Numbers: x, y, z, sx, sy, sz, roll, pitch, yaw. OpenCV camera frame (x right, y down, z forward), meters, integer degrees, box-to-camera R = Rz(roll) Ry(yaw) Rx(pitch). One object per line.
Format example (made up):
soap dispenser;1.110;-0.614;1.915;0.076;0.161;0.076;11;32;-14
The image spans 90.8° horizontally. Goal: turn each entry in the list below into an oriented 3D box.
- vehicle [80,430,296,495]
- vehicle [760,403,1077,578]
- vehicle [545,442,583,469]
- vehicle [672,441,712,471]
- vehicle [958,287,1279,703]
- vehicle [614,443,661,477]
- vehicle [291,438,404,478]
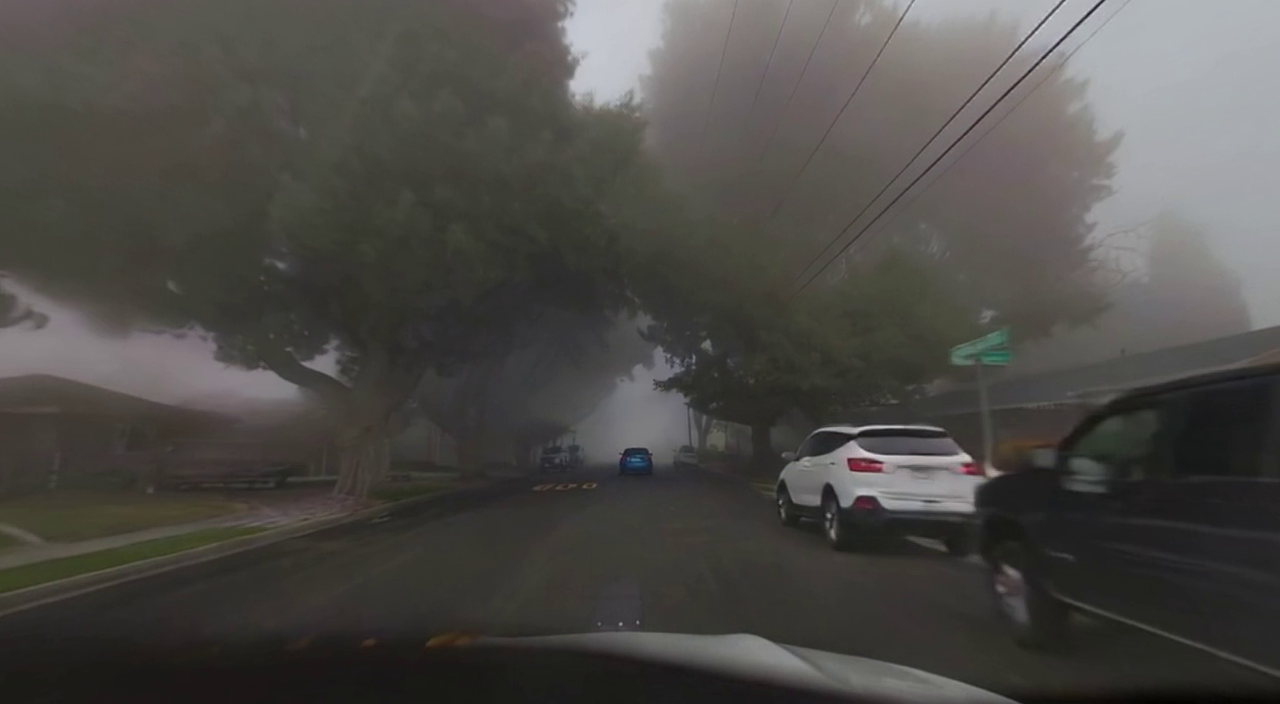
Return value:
vehicle;-13.354;3.273;18.921;4.836;1.831;1.982;0;-9;-1
vehicle;3.449;1.873;9.505;2.135;1.809;5.682;0;-9;-1
vehicle;-5.693;7.783;47.974;2.126;1.816;4.796;-3;-8;1
vehicle;3.093;6.266;38.362;1.978;1.690;4.306;0;-9;-1
vehicle;3.595;0.717;2.316;2.221;1.960;4.927;0;-8;0
vehicle;-0.131;4.952;29.187;2.000;1.449;4.006;0;-8;0
vehicle;-13.440;4.877;29.248;4.253;1.772;1.980;0;-9;-3
